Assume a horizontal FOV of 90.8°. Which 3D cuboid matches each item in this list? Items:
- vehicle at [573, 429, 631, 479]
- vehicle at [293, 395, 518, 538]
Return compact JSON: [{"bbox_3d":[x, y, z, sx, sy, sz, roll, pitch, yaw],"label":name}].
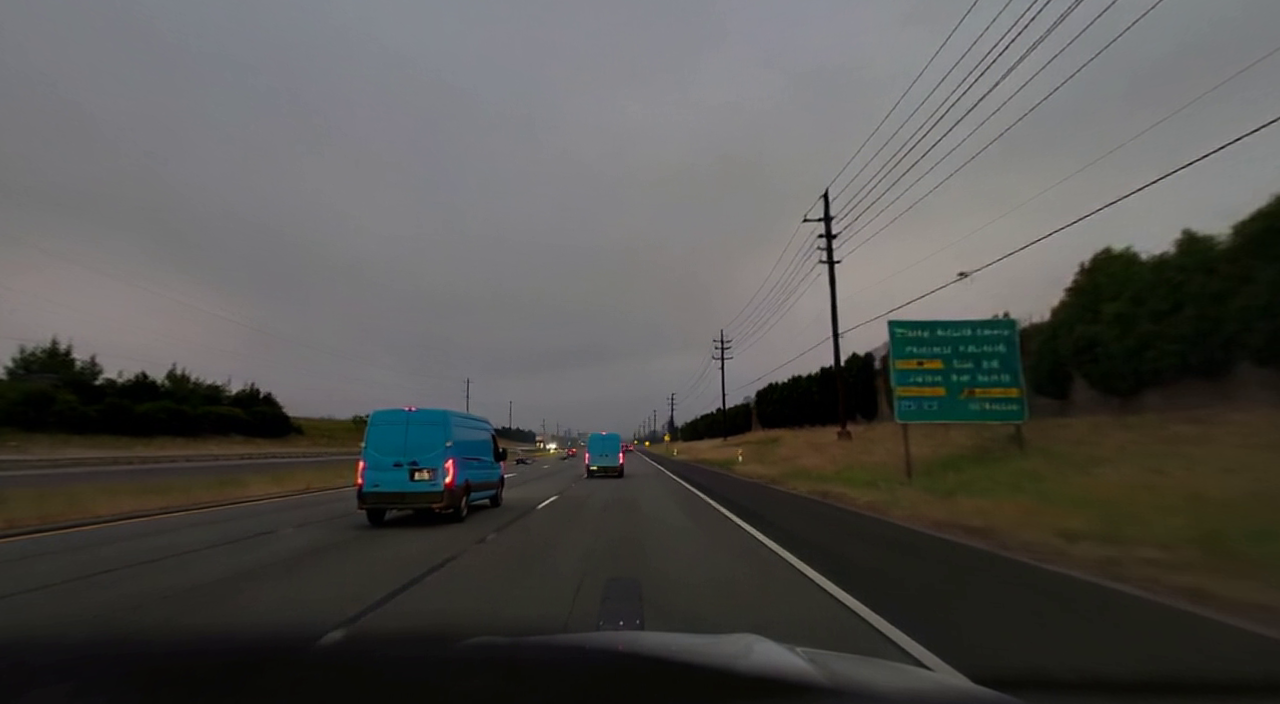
[{"bbox_3d":[-1.579,4.557,28.315,2.197,2.011,5.130,0,-9,1],"label":"vehicle"},{"bbox_3d":[-3.809,2.006,11.509,2.145,2.010,4.980,0,-9,0],"label":"vehicle"}]
